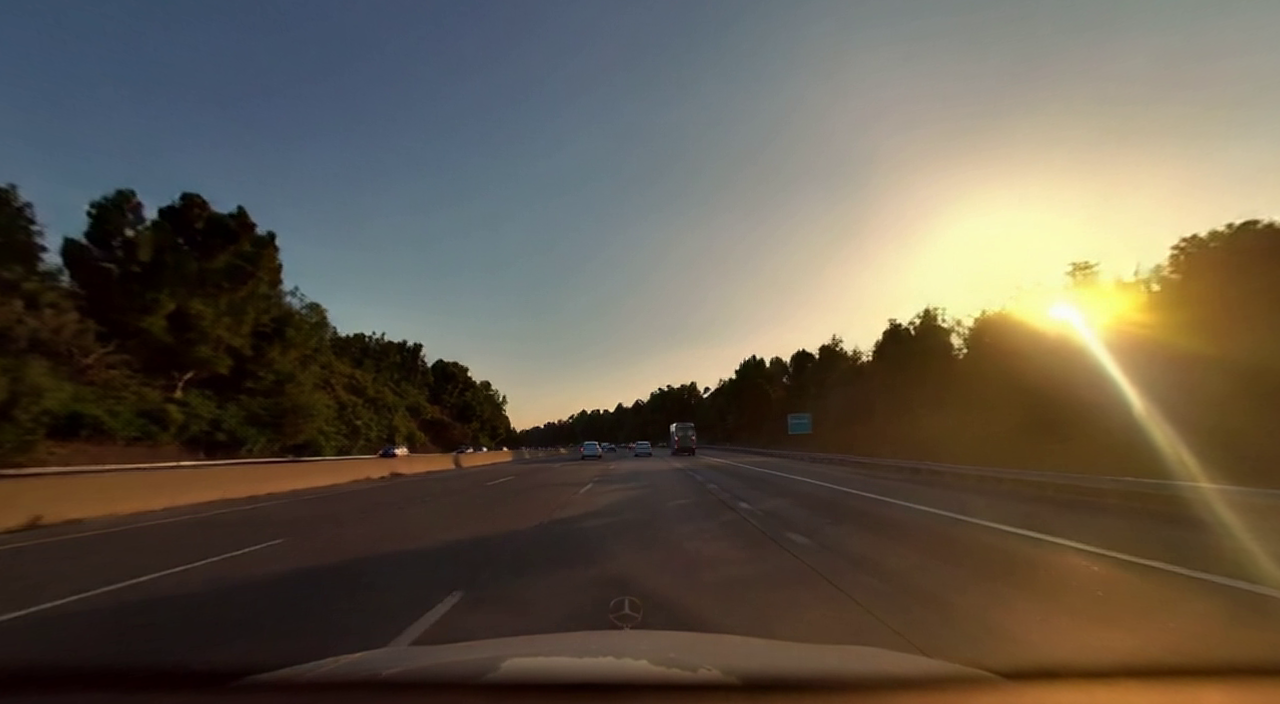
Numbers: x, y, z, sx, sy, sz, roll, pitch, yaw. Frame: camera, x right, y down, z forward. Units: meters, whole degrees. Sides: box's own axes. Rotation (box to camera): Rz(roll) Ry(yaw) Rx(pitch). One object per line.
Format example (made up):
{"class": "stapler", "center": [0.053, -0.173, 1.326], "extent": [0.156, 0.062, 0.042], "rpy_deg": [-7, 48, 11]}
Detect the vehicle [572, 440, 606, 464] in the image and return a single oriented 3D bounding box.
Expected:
{"class": "vehicle", "center": [-3.464, 6.897, 43.634], "extent": [2.025, 1.571, 3.662], "rpy_deg": [0, -9, 1]}
